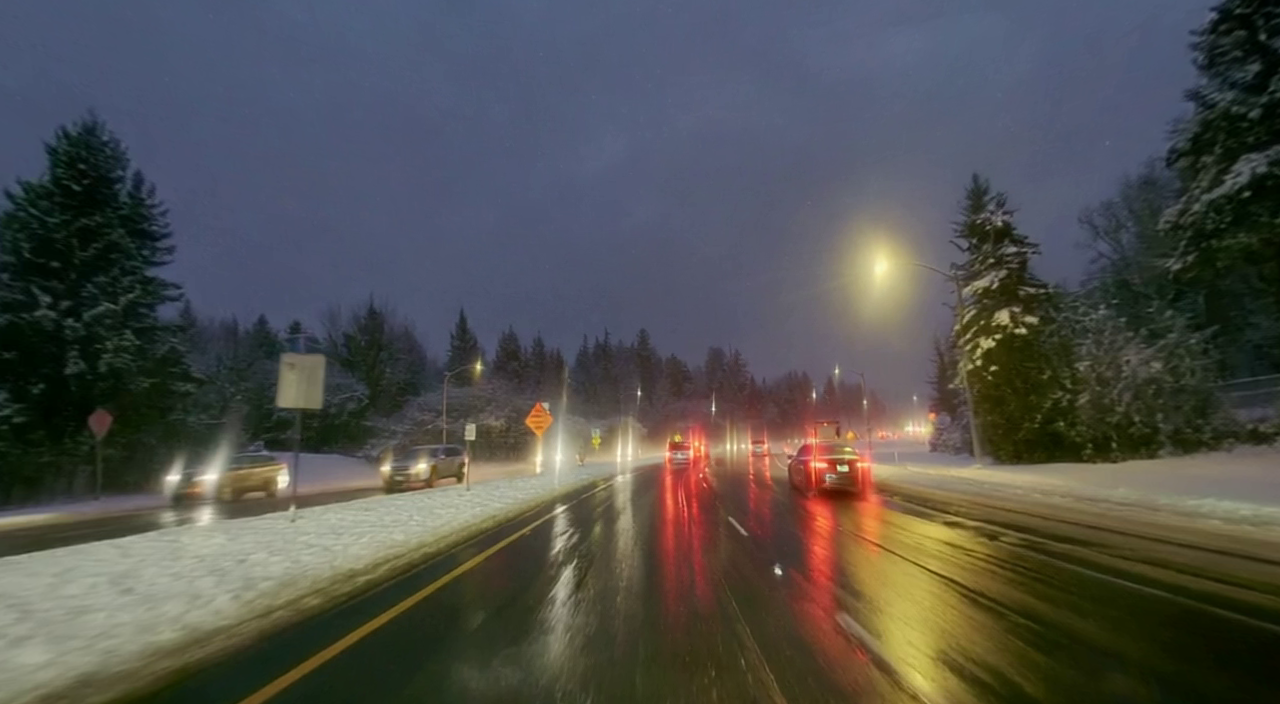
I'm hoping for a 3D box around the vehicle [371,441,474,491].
[{"bbox_3d":[-8.479,4.468,25.170,2.151,1.770,4.512,-1,-8,5],"label":"vehicle"}]

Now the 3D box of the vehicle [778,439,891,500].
[{"bbox_3d":[5.182,3.172,17.493,2.044,1.474,4.083,-1,-8,4],"label":"vehicle"}]

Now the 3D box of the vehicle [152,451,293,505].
[{"bbox_3d":[-14.682,4.403,22.548,1.876,1.672,4.237,-1,-8,5],"label":"vehicle"}]

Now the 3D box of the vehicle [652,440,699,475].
[{"bbox_3d":[1.926,5.469,33.122,2.201,1.676,4.541,-1,-8,6],"label":"vehicle"}]
